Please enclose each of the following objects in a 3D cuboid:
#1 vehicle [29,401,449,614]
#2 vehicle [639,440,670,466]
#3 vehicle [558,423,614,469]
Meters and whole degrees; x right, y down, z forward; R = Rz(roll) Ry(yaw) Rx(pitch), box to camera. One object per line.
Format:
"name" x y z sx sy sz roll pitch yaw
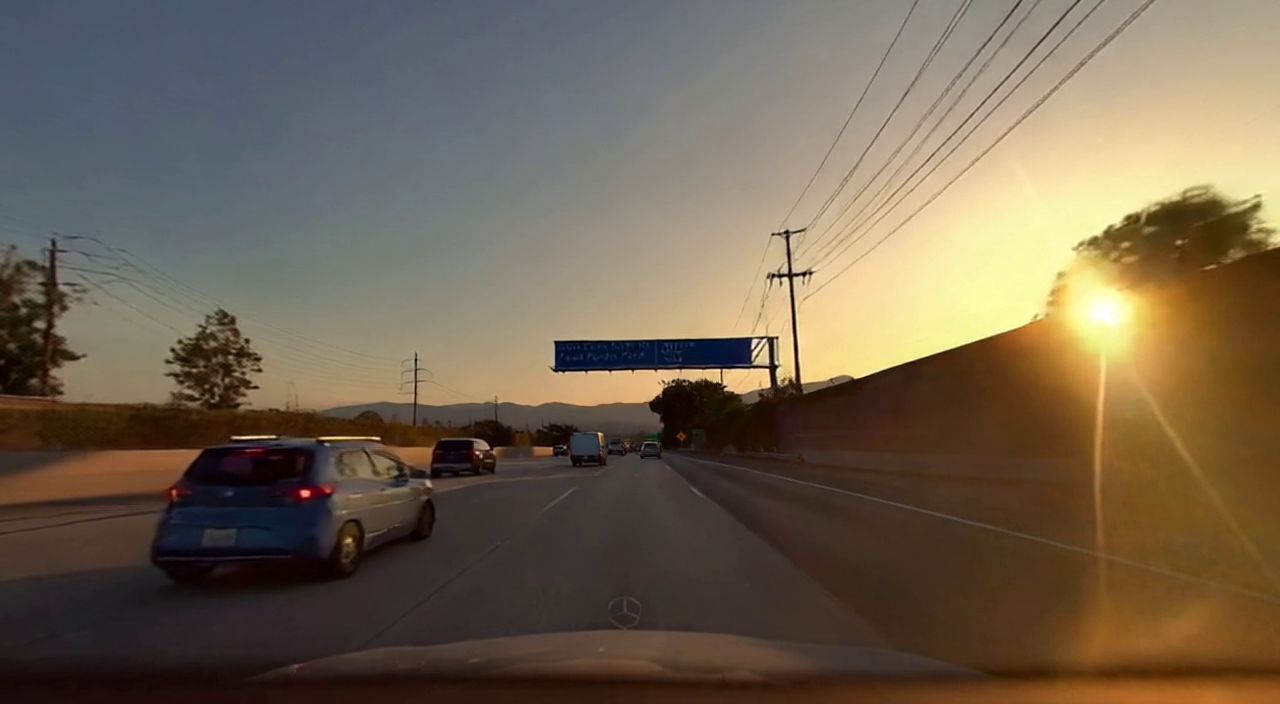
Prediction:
"vehicle" -3.853 1.558 7.167 1.976 1.688 4.124 0 -9 1
"vehicle" 1.019 6.977 43.680 2.038 1.677 4.219 0 -9 2
"vehicle" -3.572 6.599 44.123 2.915 2.885 9.394 0 -9 1
